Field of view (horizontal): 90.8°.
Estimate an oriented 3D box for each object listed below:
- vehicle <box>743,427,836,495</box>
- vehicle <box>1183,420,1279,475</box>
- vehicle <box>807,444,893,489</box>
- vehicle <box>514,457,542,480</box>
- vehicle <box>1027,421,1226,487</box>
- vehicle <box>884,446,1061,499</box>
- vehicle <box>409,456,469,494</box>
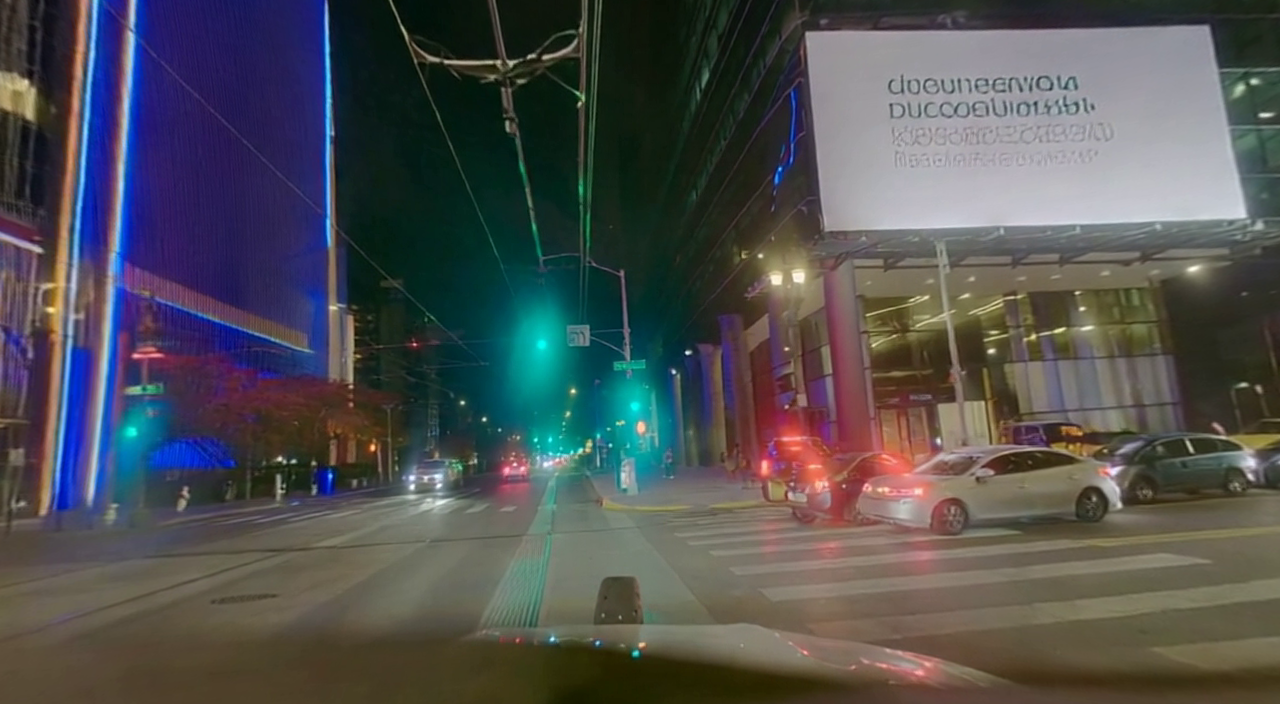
[{"bbox_3d":[5.827,4.268,25.306,2.316,2.425,4.466,1,-7,-5],"label":"vehicle"},{"bbox_3d":[21.177,3.195,21.130,4.431,1.713,1.906,1,-9,-6],"label":"vehicle"},{"bbox_3d":[8.421,4.630,25.734,1.856,1.627,4.098,2,-10,-4],"label":"vehicle"},{"bbox_3d":[-8.276,8.608,46.945,1.797,1.490,4.549,1,-9,-7],"label":"vehicle"},{"bbox_3d":[15.534,3.269,20.343,4.944,1.946,1.952,1,-8,-6],"label":"vehicle"},{"bbox_3d":[10.199,3.669,19.527,4.697,1.510,1.596,1,-8,-8],"label":"vehicle"},{"bbox_3d":[-10.680,6.547,33.973,2.121,1.792,4.510,1,-9,-5],"label":"vehicle"}]
